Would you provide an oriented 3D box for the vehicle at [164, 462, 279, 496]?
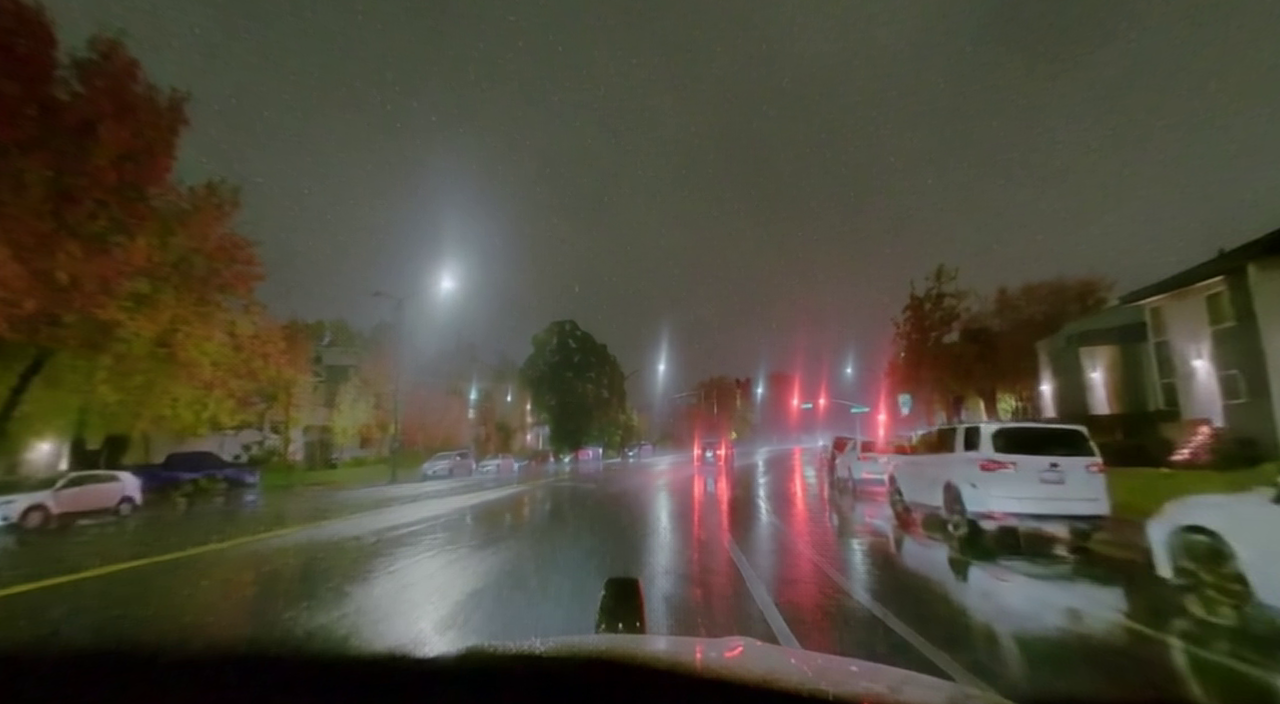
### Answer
[{"bbox_3d":[-19.113,5.781,28.911,4.195,1.400,1.726,-1,-8,8],"label":"vehicle"}]

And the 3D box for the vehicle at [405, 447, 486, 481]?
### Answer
[{"bbox_3d":[-9.609,5.528,31.635,1.918,1.508,4.353,-2,-8,13],"label":"vehicle"}]

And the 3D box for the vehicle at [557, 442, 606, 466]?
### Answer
[{"bbox_3d":[-4.452,7.813,48.645,1.977,1.761,4.990,-3,-9,17],"label":"vehicle"}]

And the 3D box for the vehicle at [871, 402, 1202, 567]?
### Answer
[{"bbox_3d":[5.209,1.791,9.334,2.128,1.795,4.622,-1,-8,4],"label":"vehicle"}]

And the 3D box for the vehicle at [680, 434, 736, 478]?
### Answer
[{"bbox_3d":[3.010,4.422,27.173,1.852,1.680,4.488,-2,-9,13],"label":"vehicle"}]

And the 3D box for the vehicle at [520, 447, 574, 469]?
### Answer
[{"bbox_3d":[-6.370,7.294,43.713,1.880,1.450,4.627,-3,-9,17],"label":"vehicle"}]

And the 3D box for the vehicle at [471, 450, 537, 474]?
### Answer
[{"bbox_3d":[-8.084,6.562,38.048,1.893,1.310,4.719,-2,-9,15],"label":"vehicle"}]

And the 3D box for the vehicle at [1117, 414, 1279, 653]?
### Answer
[{"bbox_3d":[5.065,1.063,3.292,1.879,1.547,4.378,-1,-8,3],"label":"vehicle"}]
